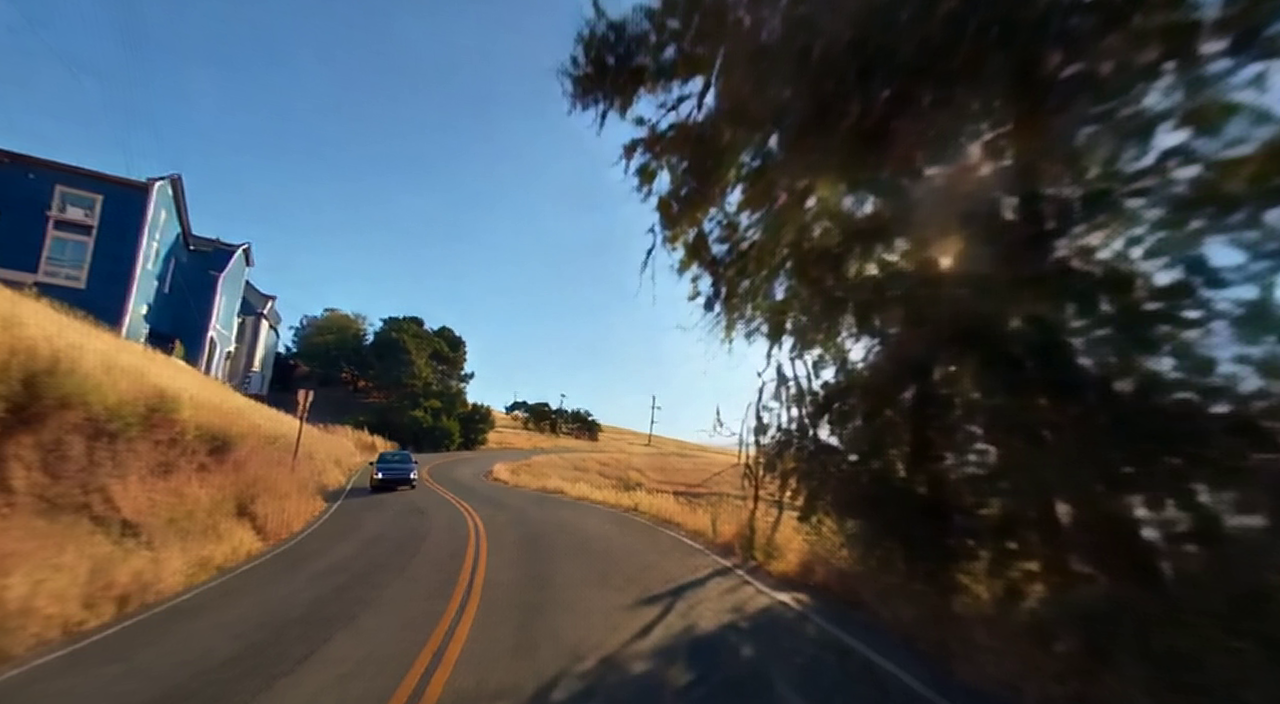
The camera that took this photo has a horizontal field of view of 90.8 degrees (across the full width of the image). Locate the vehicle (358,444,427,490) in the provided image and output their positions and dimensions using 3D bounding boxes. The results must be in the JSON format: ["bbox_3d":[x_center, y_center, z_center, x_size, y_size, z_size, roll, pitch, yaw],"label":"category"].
[{"bbox_3d":[-8.978,4.119,22.968,2.063,1.485,3.997,3,-9,-21],"label":"vehicle"}]
